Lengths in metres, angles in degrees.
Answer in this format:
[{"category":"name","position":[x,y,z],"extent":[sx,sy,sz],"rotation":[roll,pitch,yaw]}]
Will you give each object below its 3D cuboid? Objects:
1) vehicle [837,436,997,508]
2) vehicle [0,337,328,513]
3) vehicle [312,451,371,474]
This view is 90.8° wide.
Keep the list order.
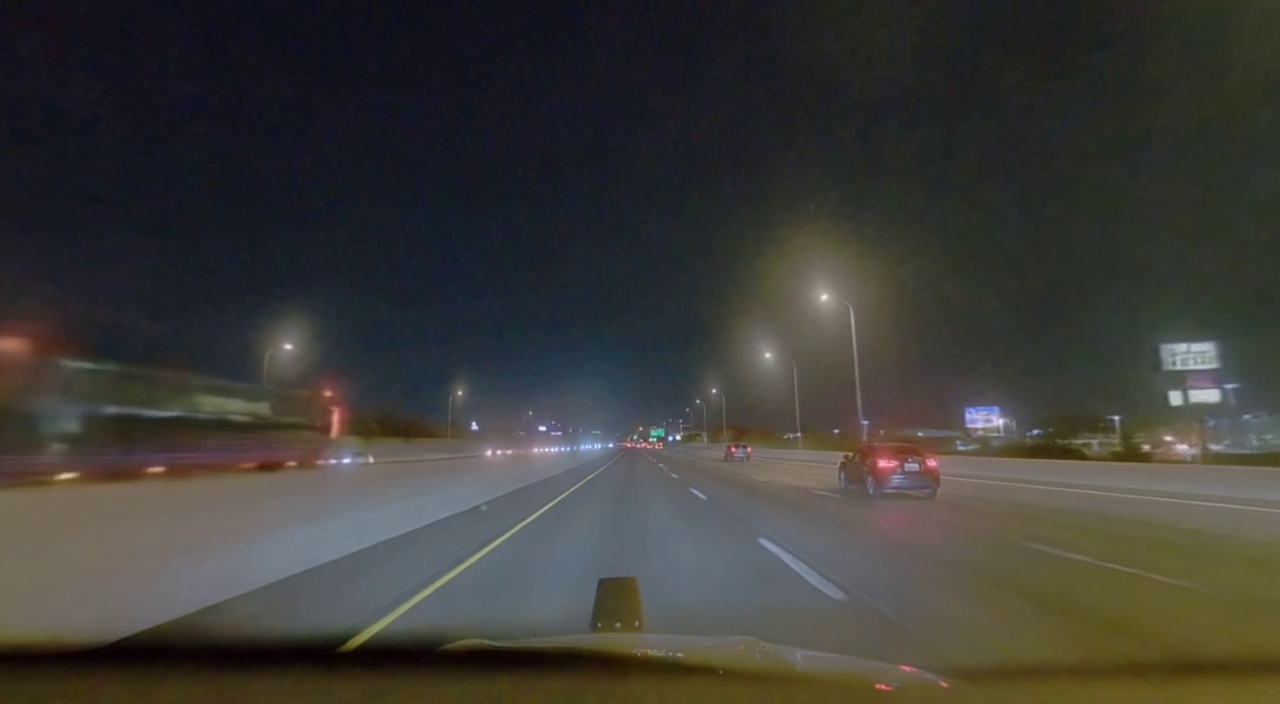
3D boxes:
[{"category":"vehicle","position":[6.831,2.992,16.271],"extent":[1.901,1.548,4.684],"rotation":[0,-9,-1]},{"category":"vehicle","position":[-17.436,2.872,22.625],"extent":[3.189,4.305,18.790],"rotation":[0,-9,0]},{"category":"vehicle","position":[-21.467,7.930,45.702],"extent":[1.893,1.523,4.814],"rotation":[0,-8,0]}]
